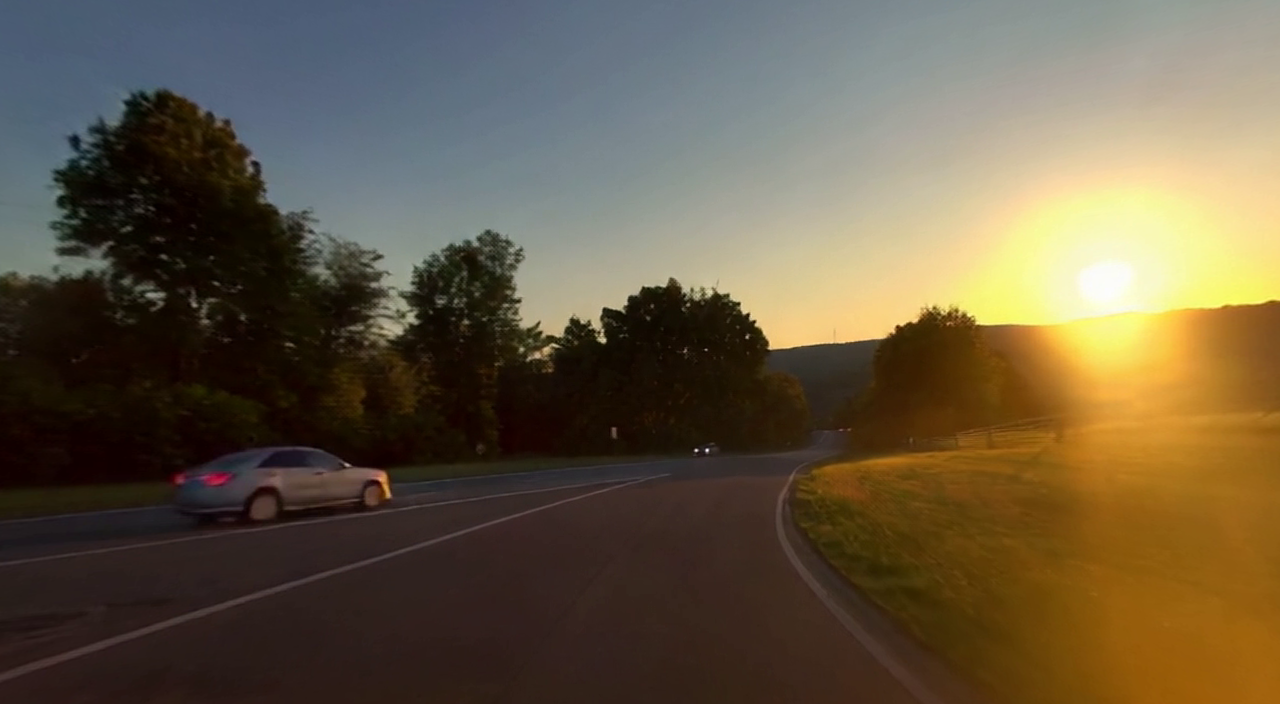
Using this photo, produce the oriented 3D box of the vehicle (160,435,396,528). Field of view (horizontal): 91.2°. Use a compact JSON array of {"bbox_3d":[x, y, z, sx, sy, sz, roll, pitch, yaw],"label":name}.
[{"bbox_3d":[-7.682,2.733,13.784,2.106,1.679,3.908,-4,-10,22],"label":"vehicle"}]
